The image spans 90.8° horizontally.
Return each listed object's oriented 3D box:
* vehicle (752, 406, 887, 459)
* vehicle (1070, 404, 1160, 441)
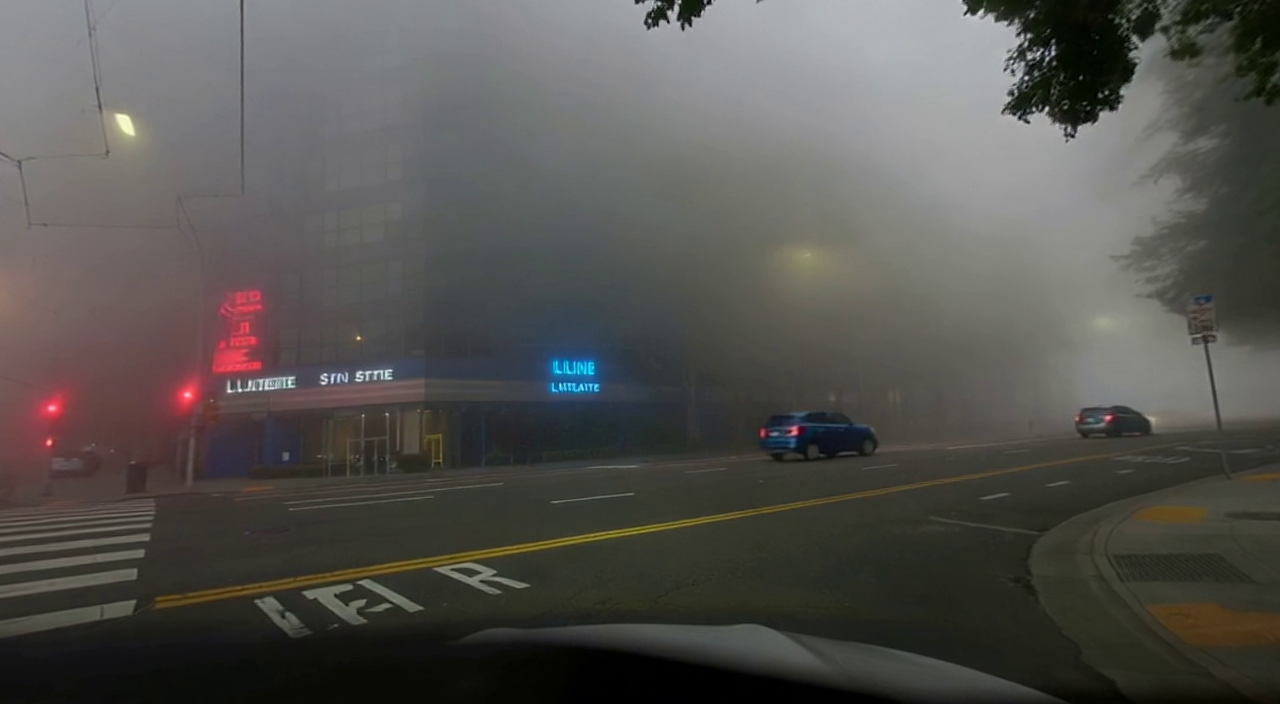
[{"bbox_3d":[6.596,2.985,23.075,4.689,1.758,2.146,5,-10,-33],"label":"vehicle"},{"bbox_3d":[22.766,3.446,30.219,4.377,1.624,1.953,6,-10,-33],"label":"vehicle"}]
